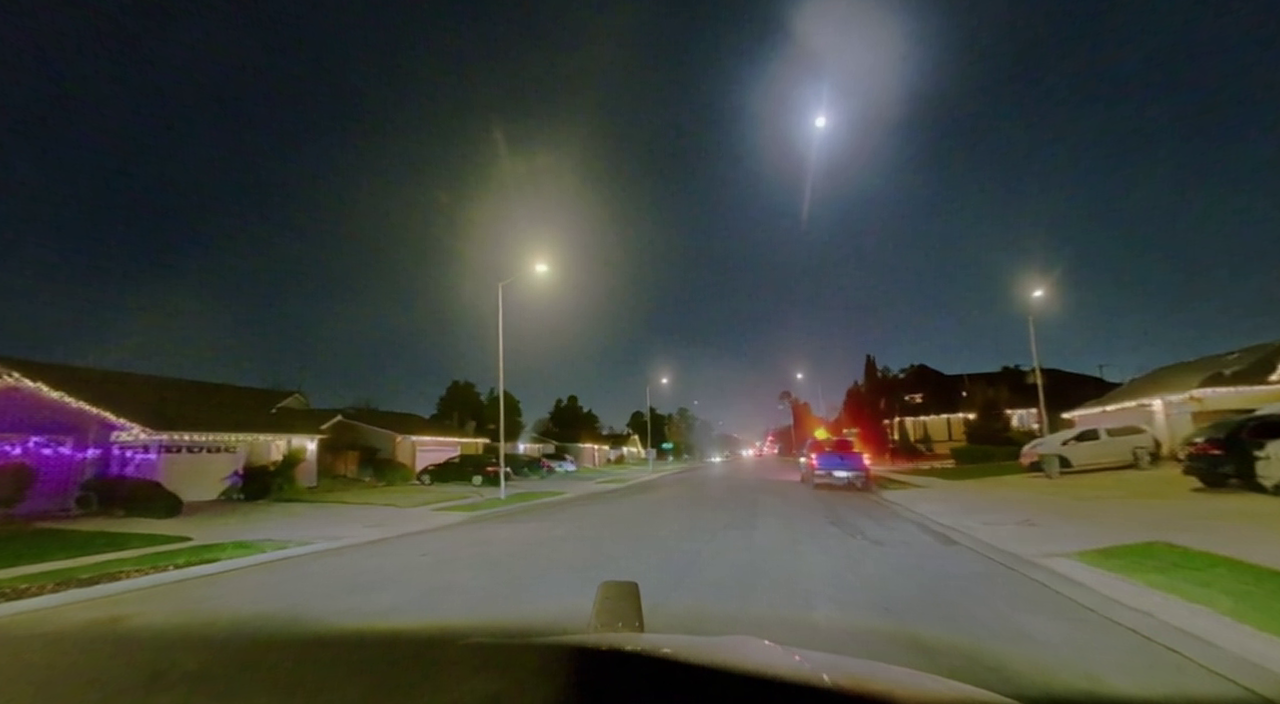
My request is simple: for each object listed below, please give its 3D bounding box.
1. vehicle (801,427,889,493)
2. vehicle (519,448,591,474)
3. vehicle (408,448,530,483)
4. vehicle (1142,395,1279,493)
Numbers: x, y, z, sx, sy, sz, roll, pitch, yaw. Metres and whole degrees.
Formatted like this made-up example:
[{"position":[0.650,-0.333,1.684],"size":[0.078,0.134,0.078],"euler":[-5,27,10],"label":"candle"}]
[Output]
[{"position":[7.208,3.805,22.608],"size":[2.552,2.024,5.414],"euler":[-3,-9,16],"label":"vehicle"},{"position":[-5.541,7.120,41.408],"size":[4.319,1.605,1.770],"euler":[-2,-9,9],"label":"vehicle"},{"position":[-7.528,5.008,28.002],"size":[4.916,1.485,1.807],"euler":[-2,-9,11],"label":"vehicle"},{"position":[11.304,1.513,10.501],"size":[4.055,1.521,1.948],"euler":[-3,-9,14],"label":"vehicle"}]
